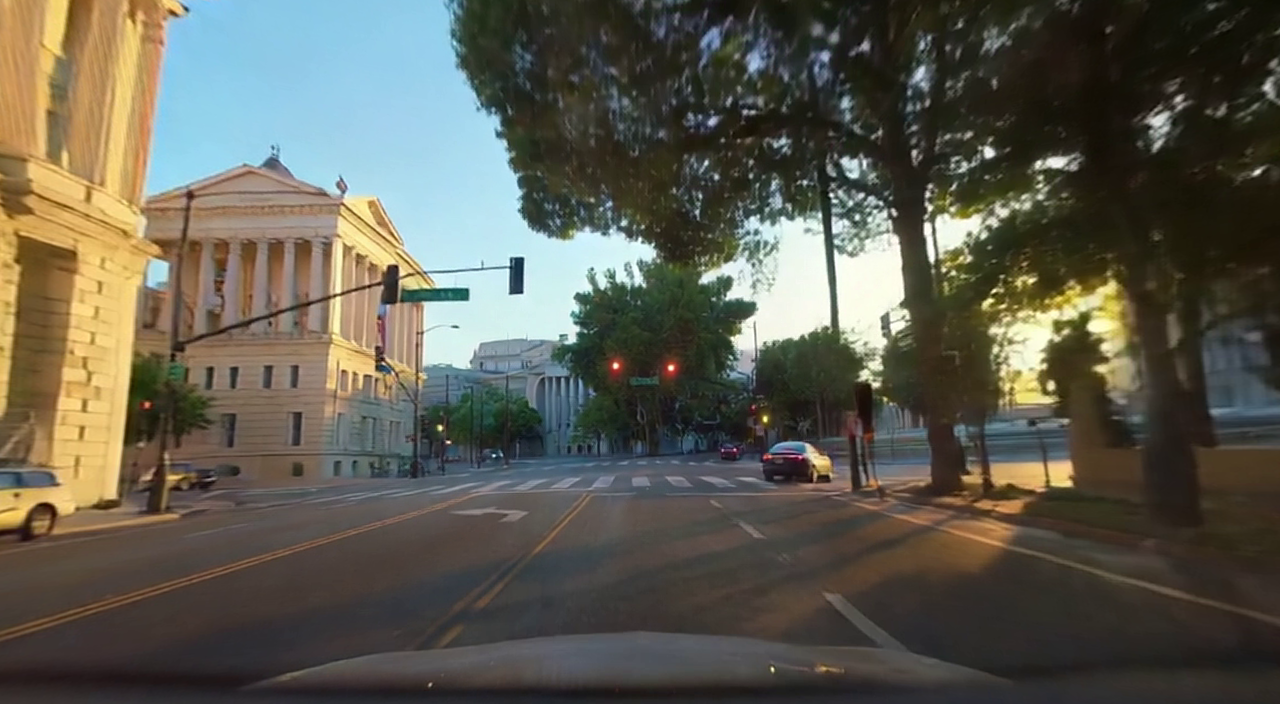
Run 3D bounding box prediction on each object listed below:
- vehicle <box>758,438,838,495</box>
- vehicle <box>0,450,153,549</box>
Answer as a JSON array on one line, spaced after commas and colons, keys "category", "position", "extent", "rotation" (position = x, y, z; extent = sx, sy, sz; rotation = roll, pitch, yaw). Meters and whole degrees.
[{"category": "vehicle", "position": [4.754, 3.448, 19.542], "extent": [2.085, 1.530, 4.125], "rotation": [-2, -8, 11]}, {"category": "vehicle", "position": [-12.305, 2.733, 11.801], "extent": [2.011, 1.668, 5.474], "rotation": [0, -8, 1]}]
